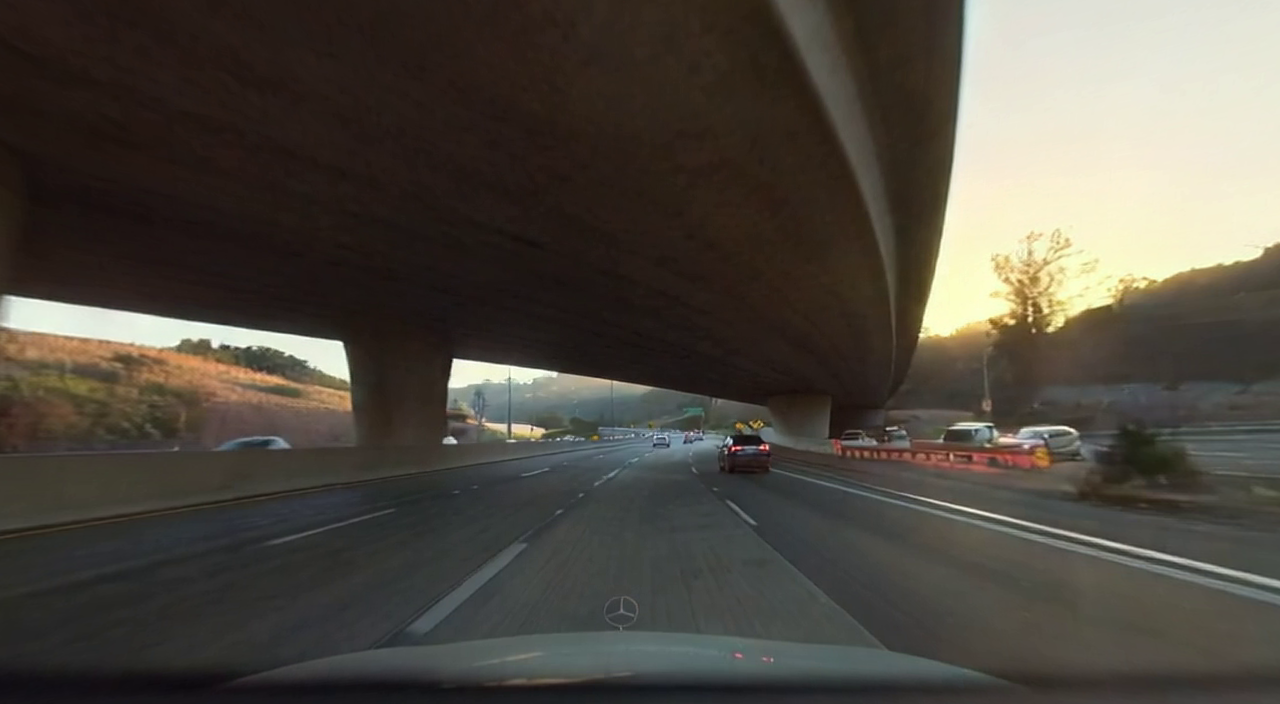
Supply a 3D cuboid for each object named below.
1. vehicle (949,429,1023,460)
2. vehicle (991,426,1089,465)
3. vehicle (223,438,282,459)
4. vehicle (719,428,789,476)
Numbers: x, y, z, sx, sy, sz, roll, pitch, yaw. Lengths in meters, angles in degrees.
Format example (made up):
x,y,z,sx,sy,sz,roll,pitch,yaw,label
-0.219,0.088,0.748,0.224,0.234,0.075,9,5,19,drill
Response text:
x,y,z,sx,sy,sz,roll,pitch,yaw,label
20.125,5.419,36.859,1.852,1.730,4.661,-1,-8,3,vehicle
19.505,4.588,30.991,1.912,1.756,4.768,-1,-8,4,vehicle
-28.026,6.975,45.612,1.758,1.461,3.679,-1,-8,3,vehicle
4.426,3.959,25.112,2.090,1.715,4.228,0,-8,1,vehicle
